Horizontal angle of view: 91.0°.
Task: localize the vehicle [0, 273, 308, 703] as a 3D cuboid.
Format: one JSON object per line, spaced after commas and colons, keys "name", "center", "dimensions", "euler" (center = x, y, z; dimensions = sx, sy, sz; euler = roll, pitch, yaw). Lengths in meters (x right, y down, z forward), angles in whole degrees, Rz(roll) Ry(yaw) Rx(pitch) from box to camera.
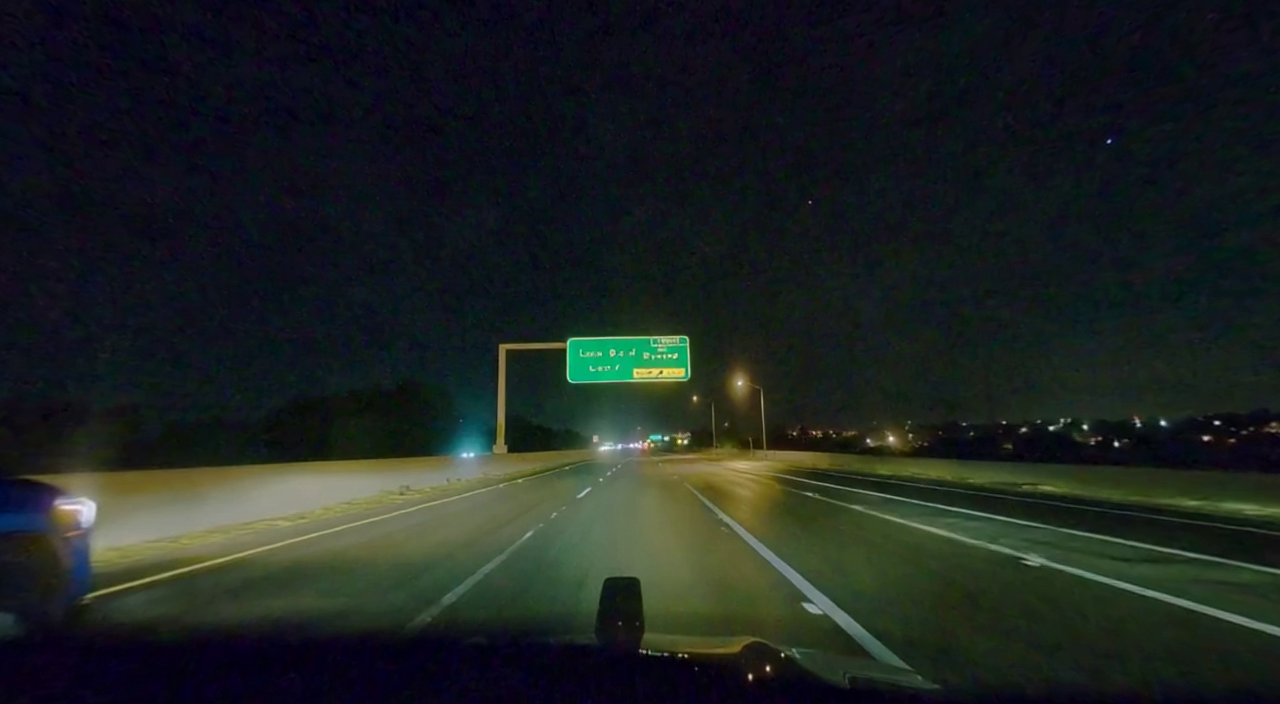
{"name": "vehicle", "center": [-3.853, 0.545, 1.910], "dimensions": [2.431, 1.928, 5.760], "euler": [0, -9, 1]}
